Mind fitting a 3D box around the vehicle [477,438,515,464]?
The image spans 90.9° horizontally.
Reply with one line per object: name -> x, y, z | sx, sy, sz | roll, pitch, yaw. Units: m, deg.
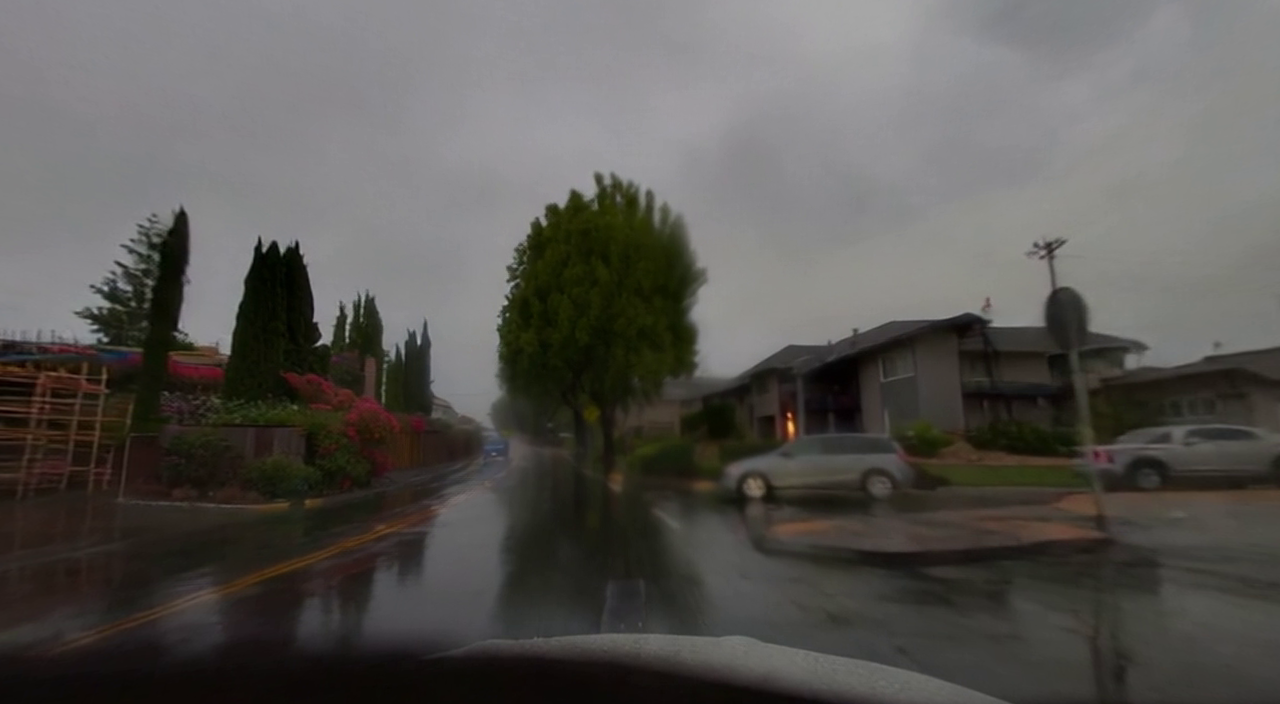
vehicle -> -9.584, 6.659, 42.303 | 2.036, 1.657, 4.391 | 0, -9, -7

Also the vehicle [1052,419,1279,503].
vehicle -> 11.440, 2.225, 12.949 | 4.378, 1.543, 2.080 | -2, -9, 8

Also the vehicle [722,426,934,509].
vehicle -> 3.796, 2.413, 13.267 | 3.772, 1.531, 1.949 | -1, -9, -2
